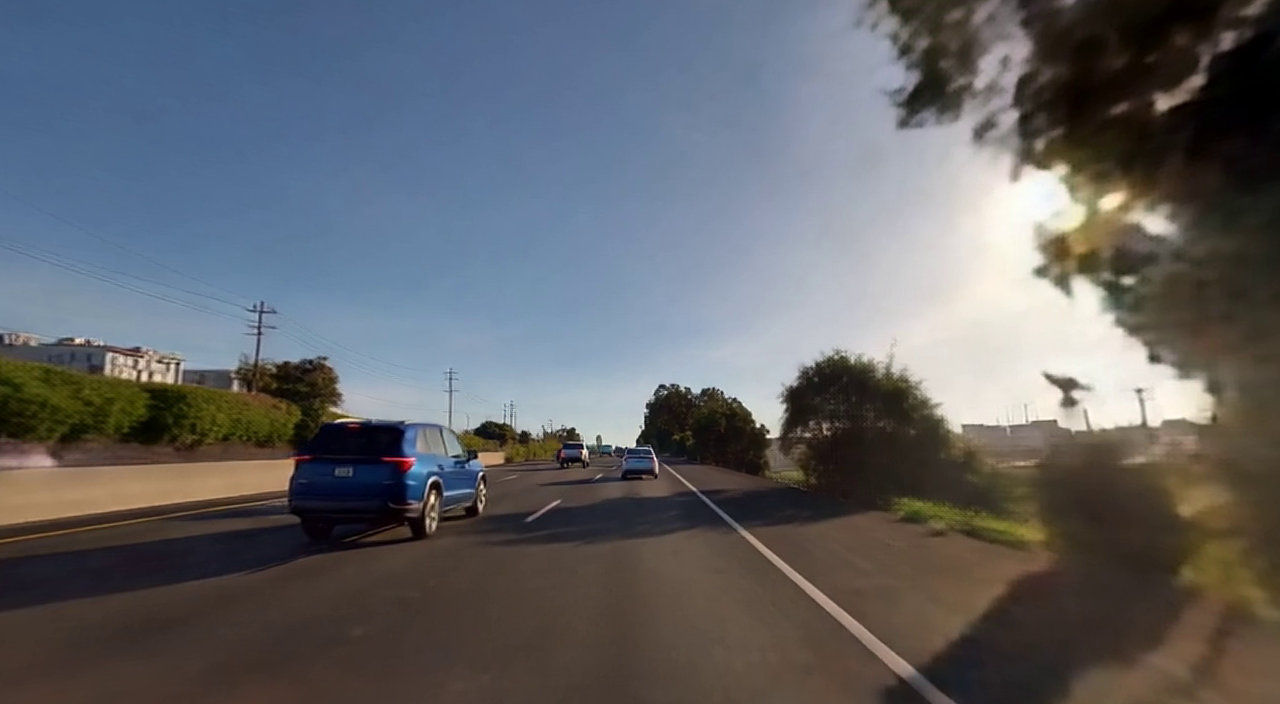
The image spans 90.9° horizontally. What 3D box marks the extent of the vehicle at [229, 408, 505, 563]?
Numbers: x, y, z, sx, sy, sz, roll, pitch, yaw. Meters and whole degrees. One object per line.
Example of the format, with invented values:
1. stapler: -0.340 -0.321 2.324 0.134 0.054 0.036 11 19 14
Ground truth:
1. vehicle: -3.693 1.899 9.705 2.133 1.789 4.518 -1 -8 1

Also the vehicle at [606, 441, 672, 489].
1. vehicle: -0.031 3.840 21.711 2.047 1.473 3.978 0 -8 0

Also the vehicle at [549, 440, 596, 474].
1. vehicle: -3.614 5.721 34.622 1.993 1.717 4.321 -1 -8 2
